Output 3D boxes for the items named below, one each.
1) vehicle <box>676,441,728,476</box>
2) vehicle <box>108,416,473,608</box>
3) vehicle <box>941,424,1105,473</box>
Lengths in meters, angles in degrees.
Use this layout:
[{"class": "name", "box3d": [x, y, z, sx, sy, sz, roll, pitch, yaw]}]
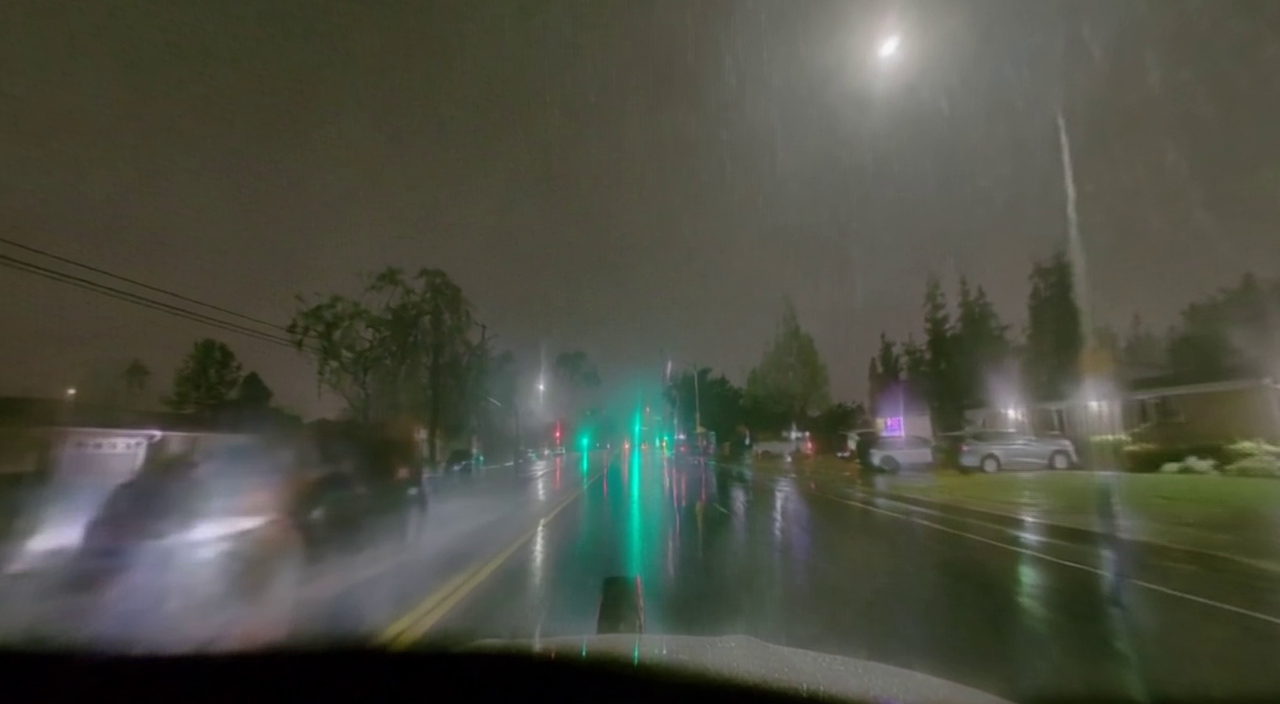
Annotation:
[{"class": "vehicle", "box3d": [2.928, 5.146, 30.751, 1.983, 1.557, 4.078, 0, -8, -2]}, {"class": "vehicle", "box3d": [-3.692, 1.745, 7.853, 2.076, 1.688, 4.284, 0, -8, 0]}, {"class": "vehicle", "box3d": [12.600, 3.208, 21.024, 4.183, 1.516, 1.884, -1, -8, 2]}]
